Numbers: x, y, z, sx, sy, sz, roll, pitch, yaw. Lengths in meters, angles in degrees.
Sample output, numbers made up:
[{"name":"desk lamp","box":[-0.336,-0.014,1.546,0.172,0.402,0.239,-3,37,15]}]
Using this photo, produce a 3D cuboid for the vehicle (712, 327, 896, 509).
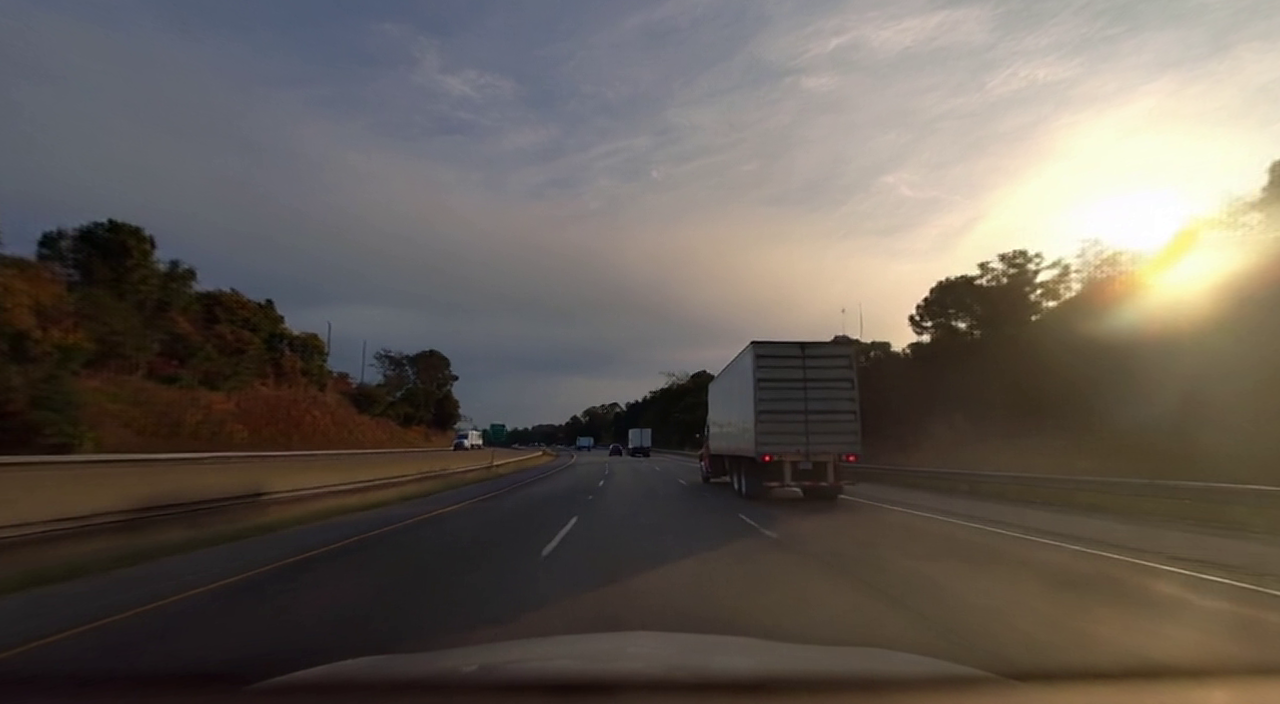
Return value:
[{"name":"vehicle","box":[4.104,2.082,18.247,2.826,4.035,8.369,0,-9,-1]}]
